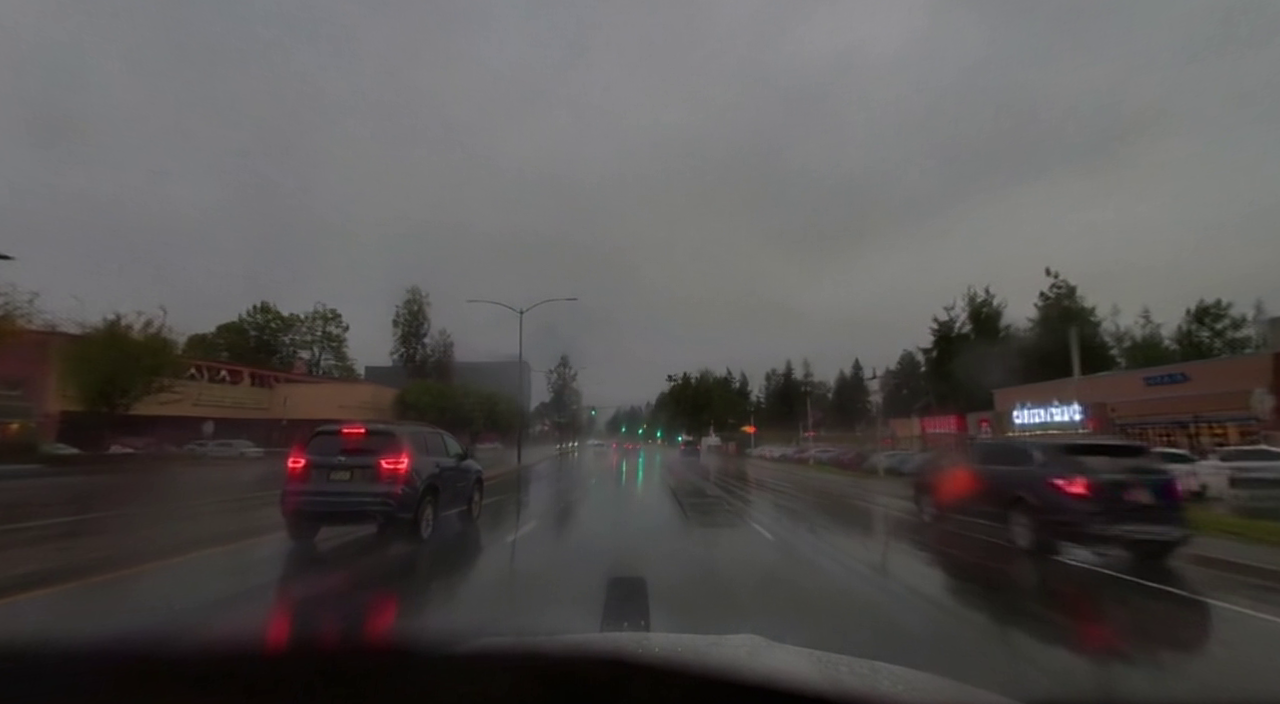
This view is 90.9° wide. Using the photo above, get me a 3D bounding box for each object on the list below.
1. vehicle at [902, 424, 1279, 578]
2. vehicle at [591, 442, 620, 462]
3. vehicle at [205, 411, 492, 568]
[{"bbox_3d":[6.764,2.197,10.491,2.335,1.790,5.991,0,-8,1],"label":"vehicle"},{"bbox_3d":[-2.655,7.817,49.467,2.005,1.446,4.265,0,-8,1],"label":"vehicle"},{"bbox_3d":[-3.526,1.732,8.641,1.983,1.635,3.957,0,-8,1],"label":"vehicle"}]
